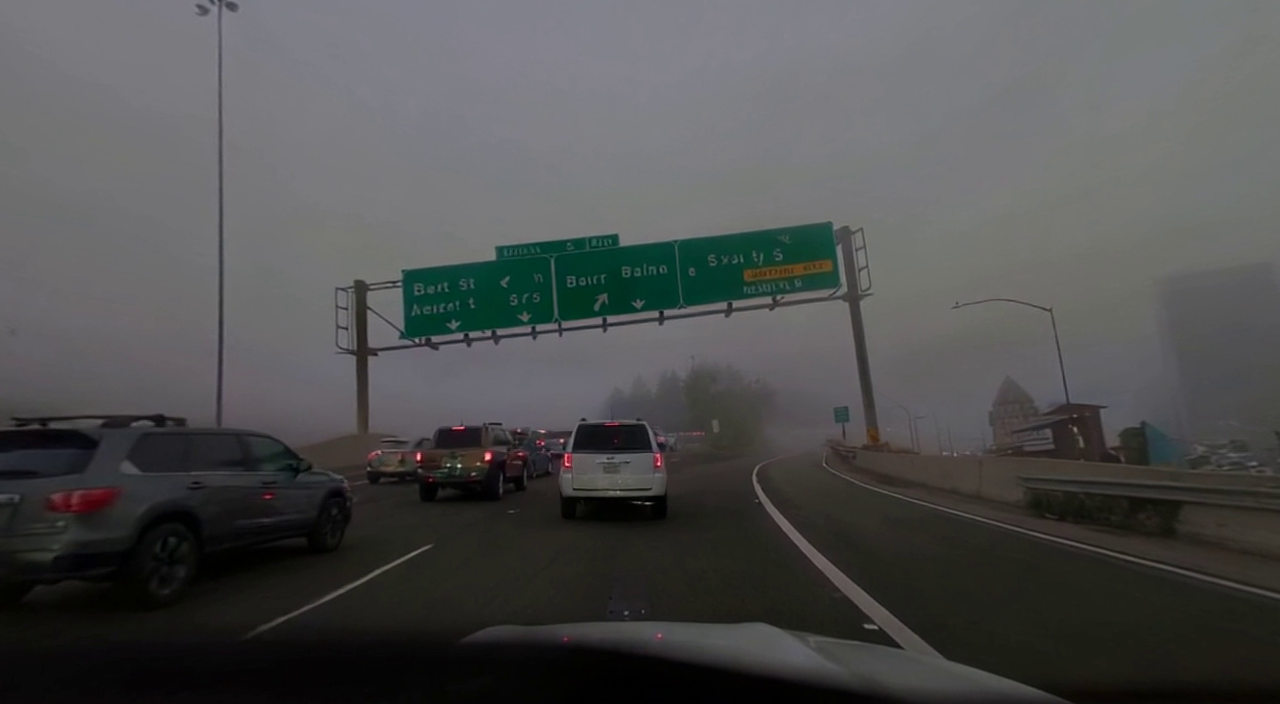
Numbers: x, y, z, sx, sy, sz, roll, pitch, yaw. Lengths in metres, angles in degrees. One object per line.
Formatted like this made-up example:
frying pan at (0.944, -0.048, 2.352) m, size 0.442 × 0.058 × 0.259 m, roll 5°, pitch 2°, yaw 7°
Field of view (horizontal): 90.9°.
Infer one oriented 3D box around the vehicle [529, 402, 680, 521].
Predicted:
vehicle at (-0.603, 2.346, 13.983) m, size 2.616 × 2.063 × 5.933 m, roll 0°, pitch -9°, yaw 0°

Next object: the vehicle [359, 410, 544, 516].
vehicle at (-3.933, 2.477, 14.572) m, size 2.286 × 1.931 × 5.729 m, roll 0°, pitch -9°, yaw 2°

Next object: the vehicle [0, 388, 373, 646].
vehicle at (-4.701, 1.436, 6.505) m, size 1.953 × 1.729 × 4.377 m, roll 0°, pitch -9°, yaw 0°
